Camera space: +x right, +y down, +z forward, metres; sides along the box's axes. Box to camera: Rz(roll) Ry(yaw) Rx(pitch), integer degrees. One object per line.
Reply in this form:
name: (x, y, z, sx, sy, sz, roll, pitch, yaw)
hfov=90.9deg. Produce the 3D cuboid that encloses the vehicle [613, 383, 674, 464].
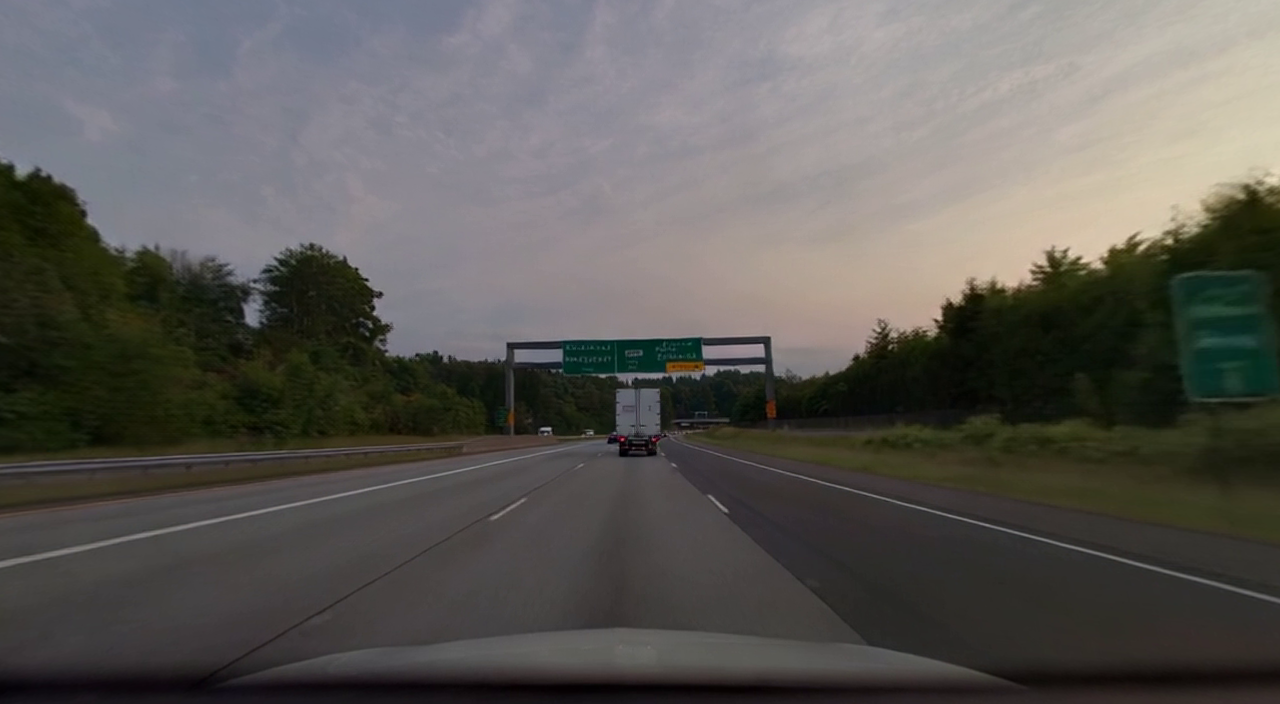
vehicle: (0.072, 3.923, 33.809, 2.855, 3.741, 8.587, 0, -8, -1)
